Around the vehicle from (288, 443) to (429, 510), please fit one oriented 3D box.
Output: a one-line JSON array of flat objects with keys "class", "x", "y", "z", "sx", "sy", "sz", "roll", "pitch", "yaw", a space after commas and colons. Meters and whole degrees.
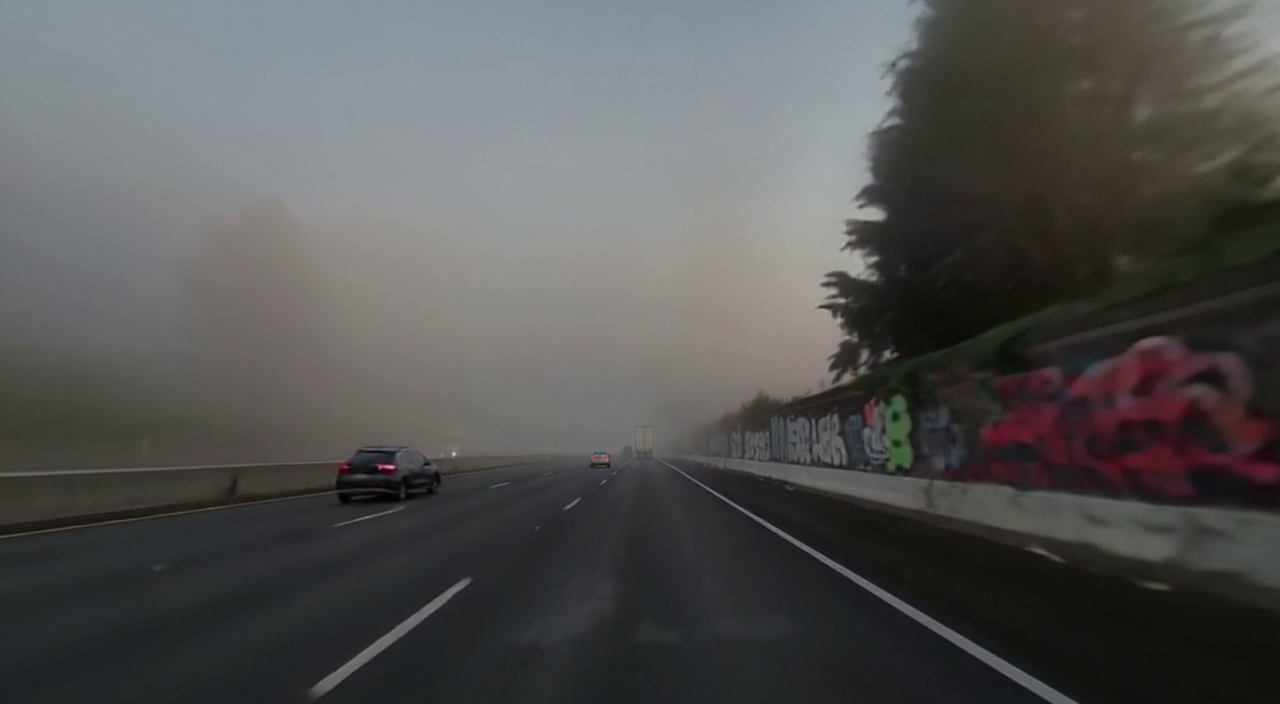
[{"class": "vehicle", "x": -6.700, "y": 2.975, "z": 15.408, "sx": 2.027, "sy": 1.431, "sz": 3.033, "roll": 0, "pitch": -9, "yaw": 0}]
